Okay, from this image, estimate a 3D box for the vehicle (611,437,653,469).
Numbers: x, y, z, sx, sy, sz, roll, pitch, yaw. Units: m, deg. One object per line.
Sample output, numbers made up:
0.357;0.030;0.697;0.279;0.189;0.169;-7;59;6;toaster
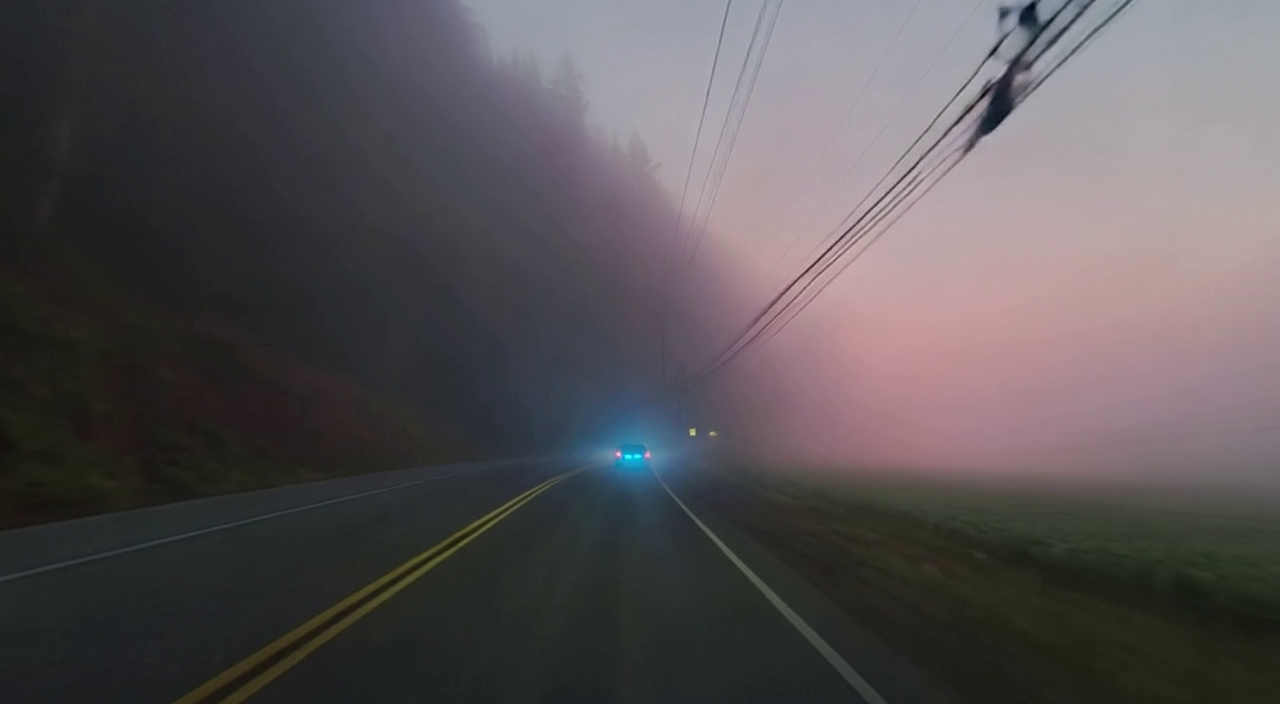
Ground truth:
-0.347;5.378;33.852;2.059;1.524;3.963;1;-8;2;vehicle
